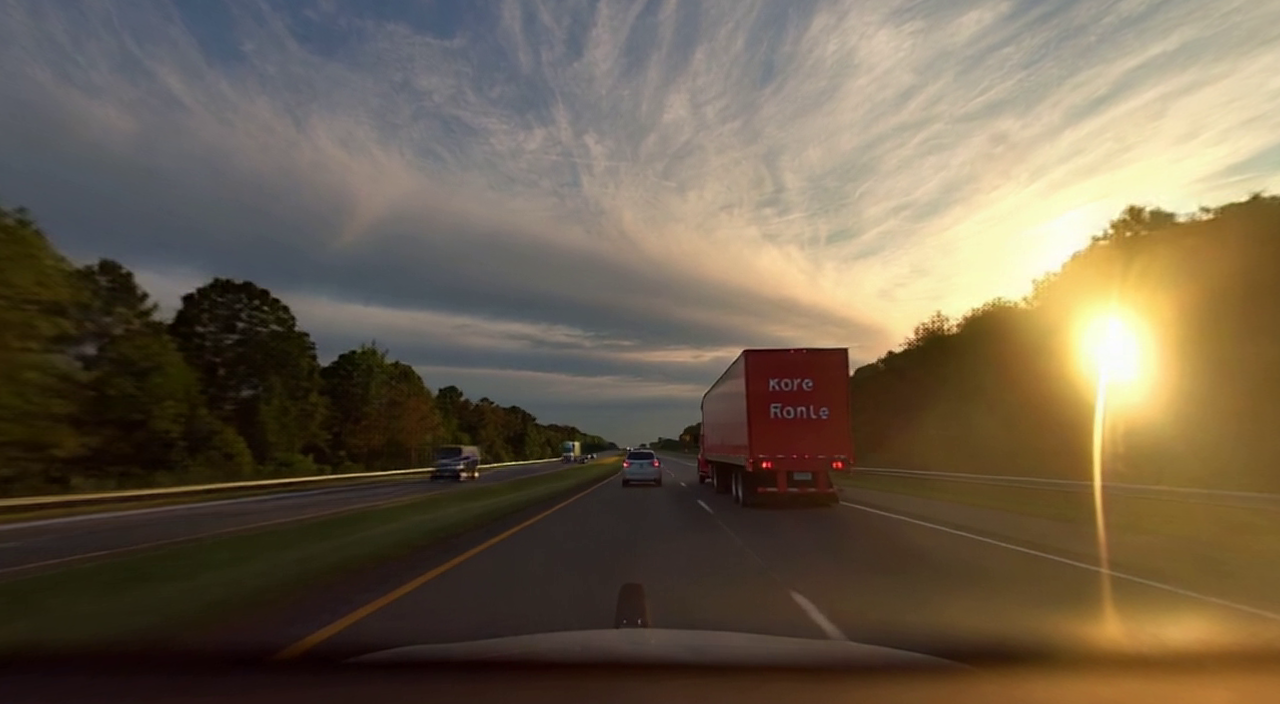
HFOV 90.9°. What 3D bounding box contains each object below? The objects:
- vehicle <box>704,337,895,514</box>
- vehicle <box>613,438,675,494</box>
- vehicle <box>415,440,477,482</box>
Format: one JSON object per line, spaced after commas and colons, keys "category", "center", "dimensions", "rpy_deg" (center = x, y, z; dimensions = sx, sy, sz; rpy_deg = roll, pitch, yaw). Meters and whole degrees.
{"category": "vehicle", "center": [4.193, 2.616, 20.532], "dimensions": [3.030, 3.985, 12.707], "rpy_deg": [0, -9, 1]}
{"category": "vehicle", "center": [0.172, 4.177, 23.355], "dimensions": [2.105, 1.865, 4.102], "rpy_deg": [0, -9, 1]}
{"category": "vehicle", "center": [-12.770, 7.211, 41.917], "dimensions": [2.227, 2.465, 5.698], "rpy_deg": [-2, -9, 1]}
